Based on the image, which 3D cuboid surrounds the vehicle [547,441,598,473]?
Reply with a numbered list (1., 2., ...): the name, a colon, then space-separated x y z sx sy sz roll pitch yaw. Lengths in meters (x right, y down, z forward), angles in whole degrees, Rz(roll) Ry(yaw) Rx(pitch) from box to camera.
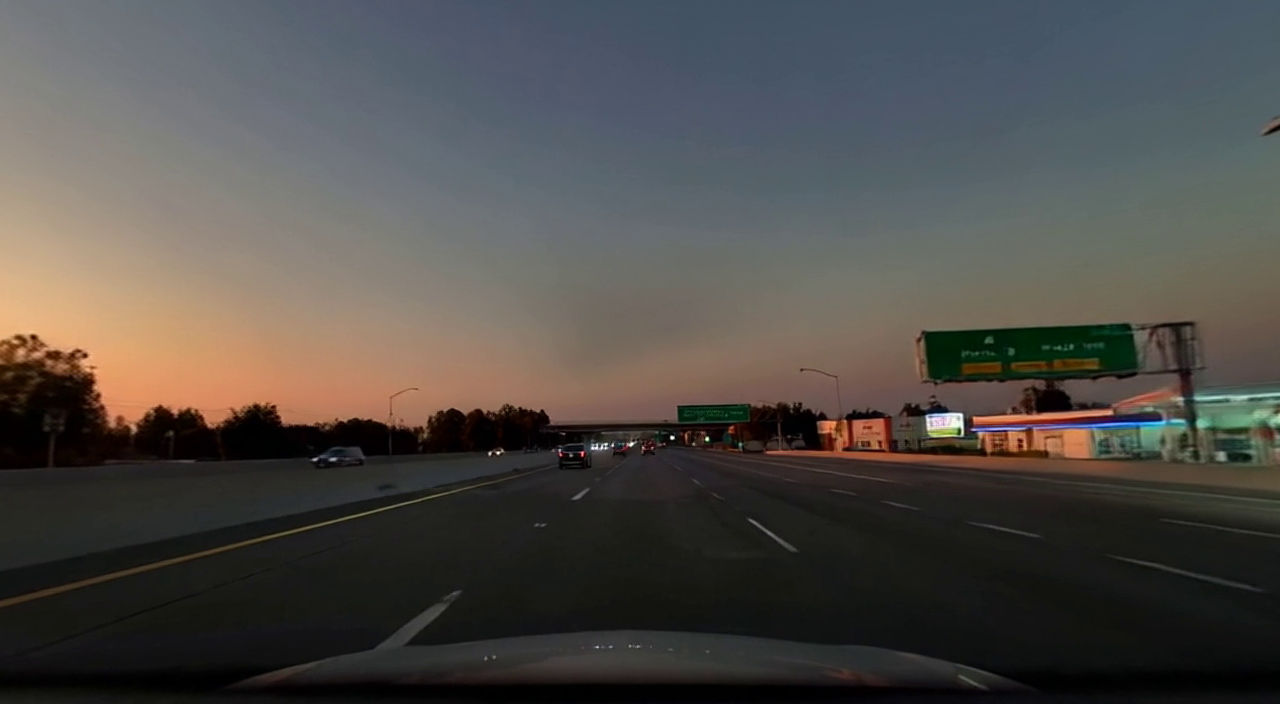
1. vehicle: -3.404 5.409 32.584 2.114 1.510 4.186 -1 -9 1
